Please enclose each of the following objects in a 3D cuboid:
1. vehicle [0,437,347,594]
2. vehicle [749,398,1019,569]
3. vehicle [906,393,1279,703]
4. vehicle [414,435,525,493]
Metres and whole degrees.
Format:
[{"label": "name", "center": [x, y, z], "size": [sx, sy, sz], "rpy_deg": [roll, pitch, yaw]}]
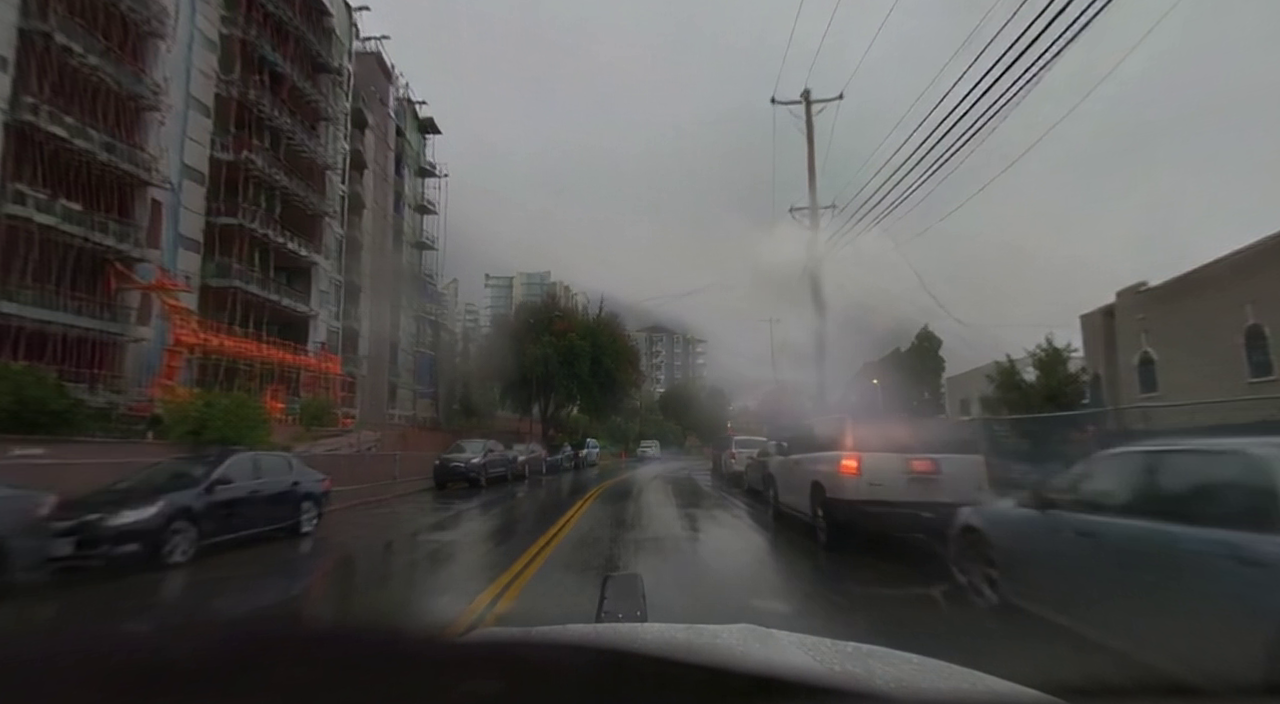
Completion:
[{"label": "vehicle", "center": [-6.174, 2.041, 8.887], "size": [2.039, 1.591, 4.671], "rpy_deg": [0, -9, -3]}, {"label": "vehicle", "center": [3.108, 1.811, 9.393], "size": [2.000, 1.871, 4.797], "rpy_deg": [0, -9, -1]}, {"label": "vehicle", "center": [3.678, 1.150, 3.742], "size": [2.017, 1.600, 4.965], "rpy_deg": [0, -9, 0]}, {"label": "vehicle", "center": [-6.139, 4.128, 23.604], "size": [2.194, 1.861, 5.725], "rpy_deg": [-1, -9, 4]}]
